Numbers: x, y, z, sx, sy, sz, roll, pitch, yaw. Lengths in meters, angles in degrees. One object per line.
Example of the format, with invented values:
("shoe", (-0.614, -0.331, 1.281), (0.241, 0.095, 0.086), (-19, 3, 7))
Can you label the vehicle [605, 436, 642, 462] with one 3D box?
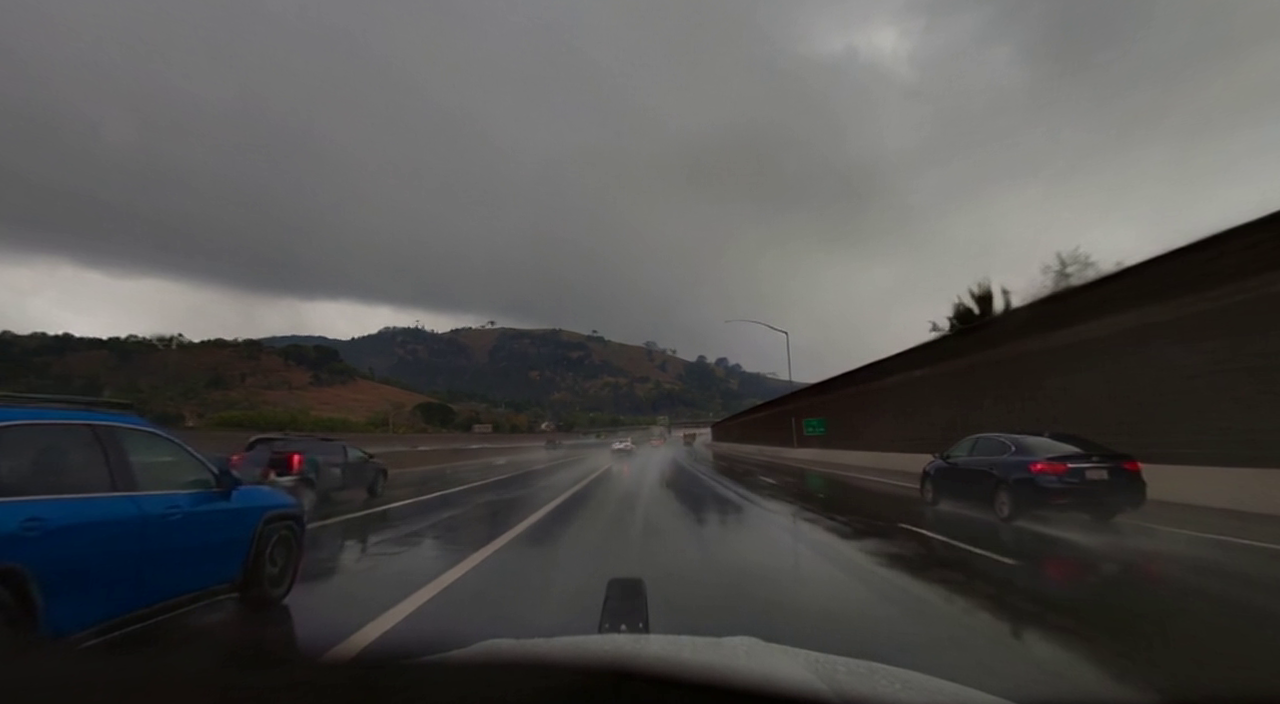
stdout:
("vehicle", (-1.148, 7.273, 47.476), (2.172, 1.824, 5.031), (-1, -8, 6))

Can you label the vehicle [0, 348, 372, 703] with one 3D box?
("vehicle", (-3.964, 1.028, 3.981), (2.210, 1.730, 5.133), (-1, -8, 1))

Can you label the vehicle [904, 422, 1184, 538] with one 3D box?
("vehicle", (6.776, 2.175, 11.397), (2.122, 1.646, 4.491), (-1, -8, 1))
